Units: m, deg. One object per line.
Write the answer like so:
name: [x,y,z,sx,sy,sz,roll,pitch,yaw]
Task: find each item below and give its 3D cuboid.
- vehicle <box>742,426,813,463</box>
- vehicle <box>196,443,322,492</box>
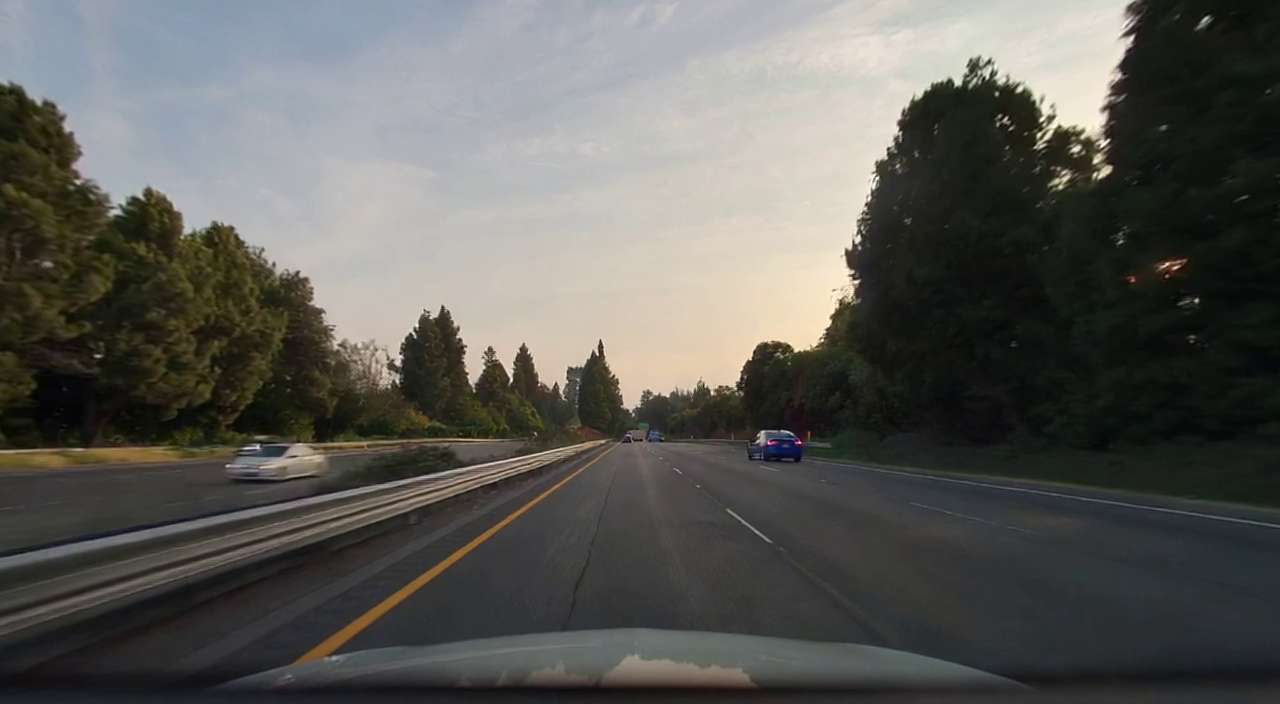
vehicle: [6.807,4.647,31.833,2.273,1.698,4.863,0,-8,-3]
vehicle: [-13.204,3.982,22.176,1.912,1.520,4.057,0,-8,-1]
